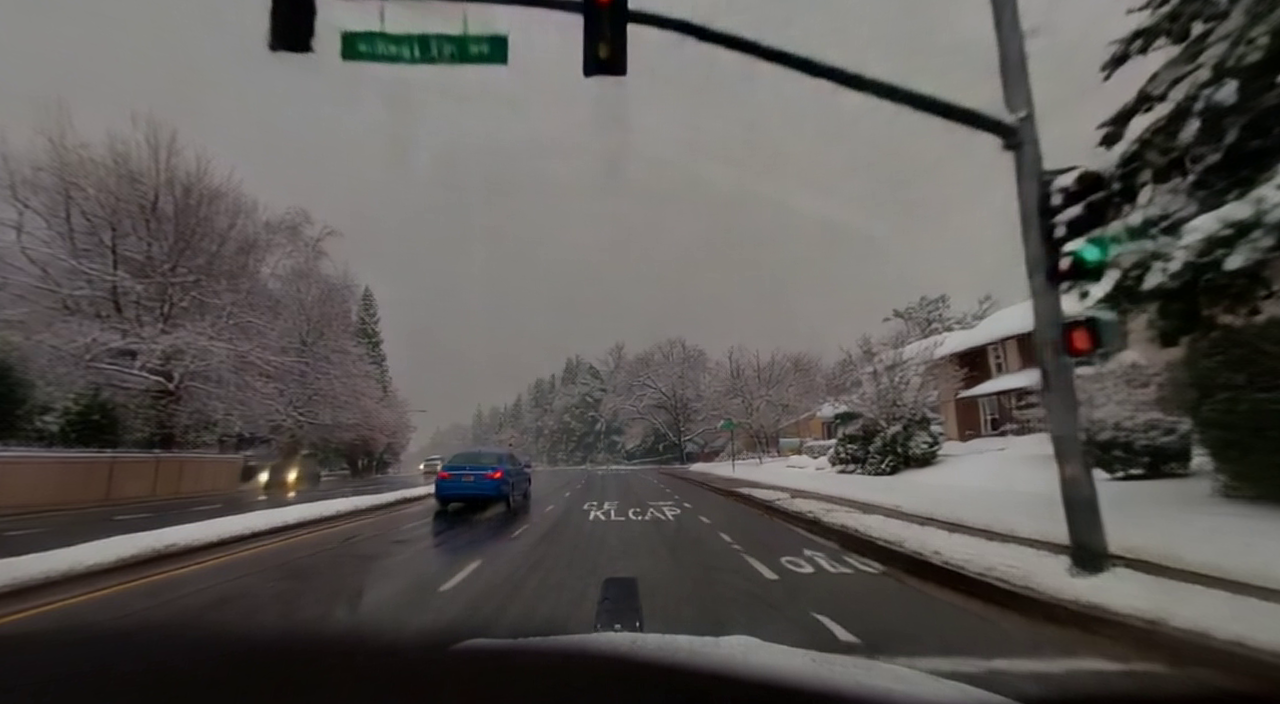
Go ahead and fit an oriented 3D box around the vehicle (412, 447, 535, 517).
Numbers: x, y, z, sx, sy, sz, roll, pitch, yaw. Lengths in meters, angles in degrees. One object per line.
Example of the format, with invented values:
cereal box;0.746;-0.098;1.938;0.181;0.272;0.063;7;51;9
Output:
vehicle;-4.044;3.220;16.230;1.980;1.508;4.502;0;-9;-1

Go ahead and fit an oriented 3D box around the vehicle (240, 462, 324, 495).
vehicle;-18.332;6.462;32.628;1.874;1.494;4.395;0;-9;-2
